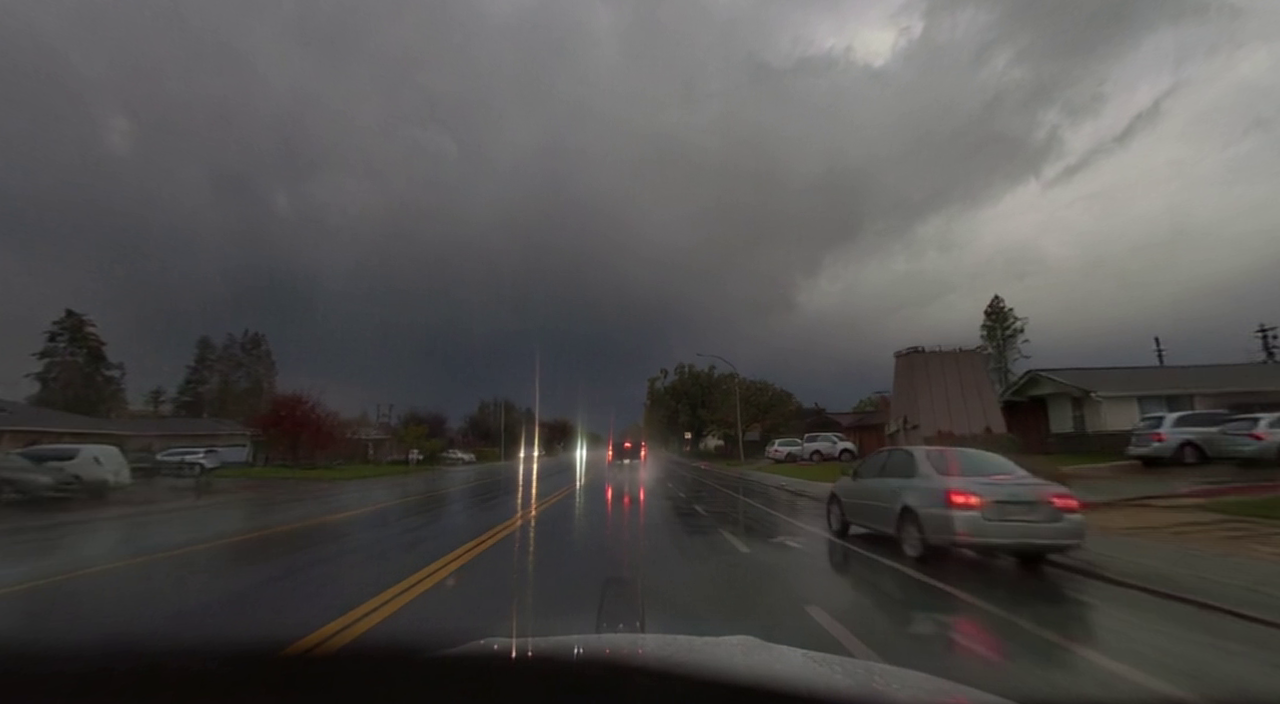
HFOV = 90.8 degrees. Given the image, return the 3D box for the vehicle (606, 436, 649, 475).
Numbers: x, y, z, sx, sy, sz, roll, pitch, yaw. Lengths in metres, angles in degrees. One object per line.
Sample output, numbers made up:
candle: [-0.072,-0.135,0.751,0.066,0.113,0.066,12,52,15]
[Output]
vehicle: [-0.651,5.551,34.019,2.153,1.942,4.767,0,-9,0]

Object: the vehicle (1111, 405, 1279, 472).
vehicle: [17.665,2.659,19.266,4.955,1.873,2.252,1,-9,-7]

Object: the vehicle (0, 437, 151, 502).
vehicle: [-19.817,3.880,20.822,5.551,1.870,2.183,-2,-8,-1]

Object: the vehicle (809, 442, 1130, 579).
vehicle: [4.302,2.118,9.492,2.001,1.480,5.022,0,-9,-2]

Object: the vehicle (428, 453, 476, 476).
vehicle: [-13.599,8.152,45.987,1.950,1.530,4.856,0,-9,0]

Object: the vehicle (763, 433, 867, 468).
vehicle: [10.397,5.876,37.883,5.526,1.849,2.213,-1,-6,-2]
